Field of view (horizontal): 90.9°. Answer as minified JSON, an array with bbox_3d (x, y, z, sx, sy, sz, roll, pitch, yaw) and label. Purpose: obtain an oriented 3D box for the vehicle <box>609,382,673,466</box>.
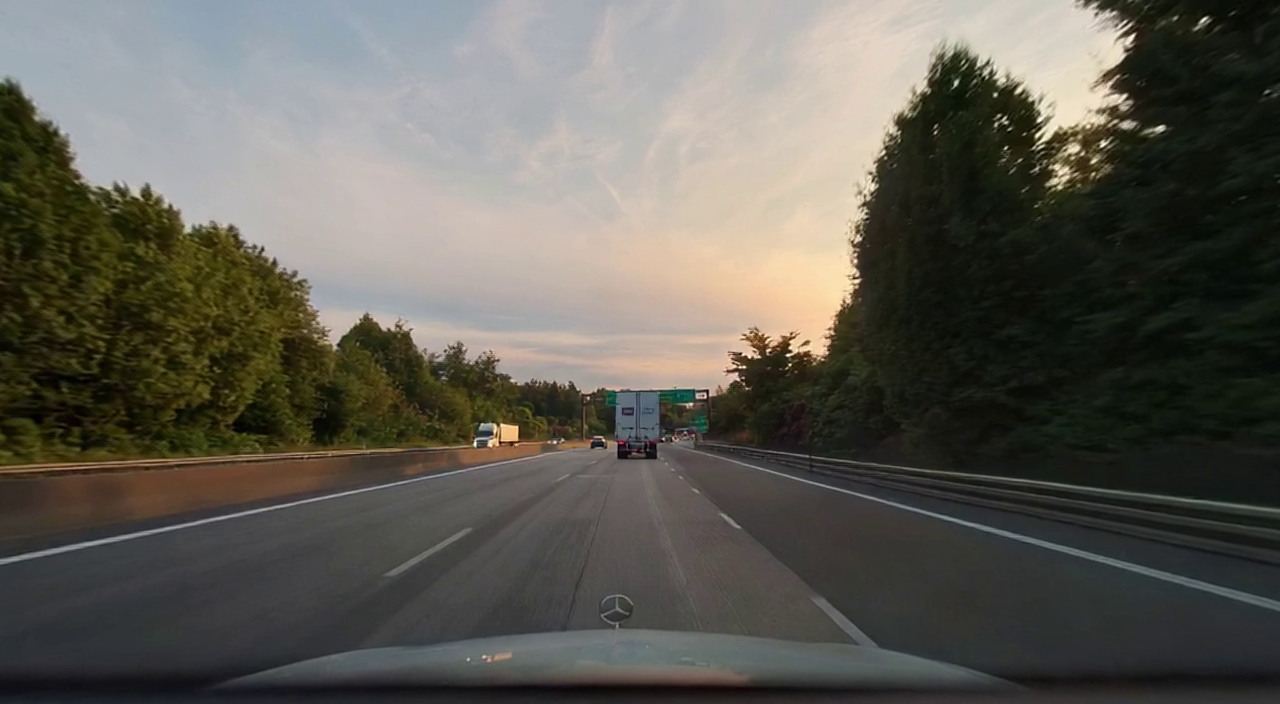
[{"bbox_3d":[-0.025,3.808,32.466,2.855,3.741,8.587,0,-8,-1],"label":"vehicle"}]
